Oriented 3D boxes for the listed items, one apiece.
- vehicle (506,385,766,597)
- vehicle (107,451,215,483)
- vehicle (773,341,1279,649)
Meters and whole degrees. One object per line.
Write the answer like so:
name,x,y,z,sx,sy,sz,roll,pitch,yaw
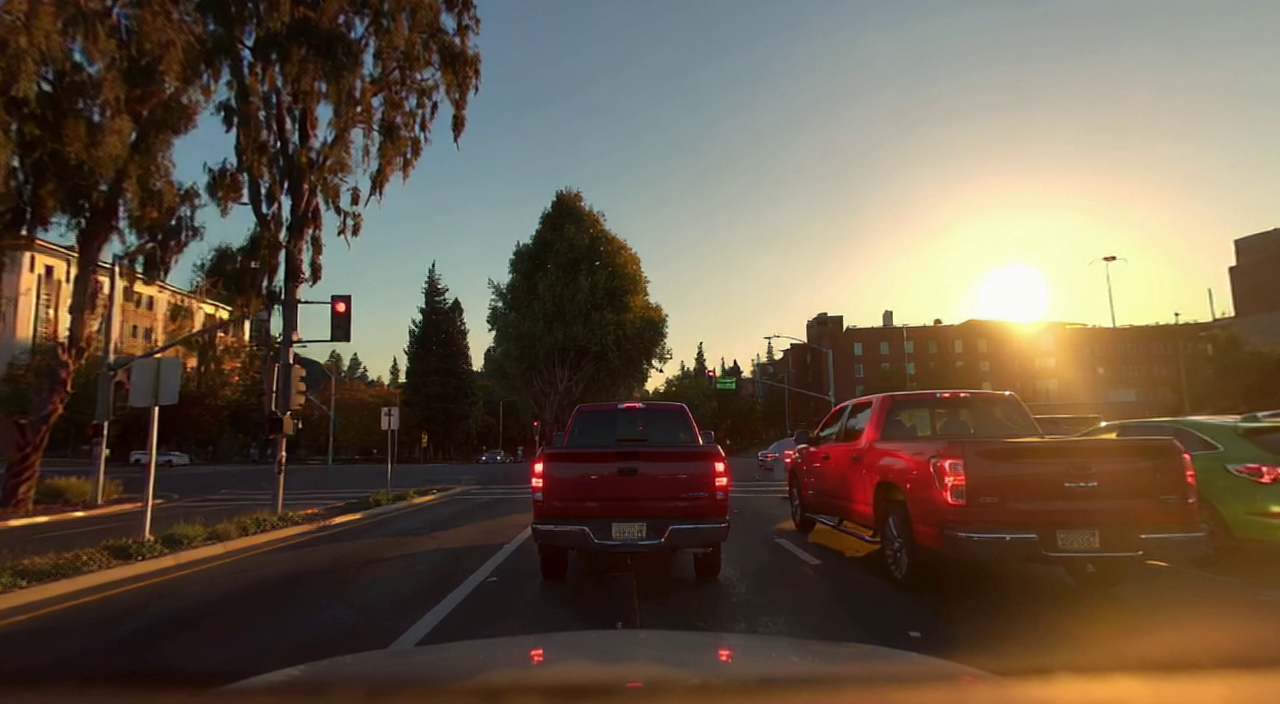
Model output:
vehicle,-0.062,1.575,8.048,2.240,1.821,5.001,0,-9,-1
vehicle,-26.376,6.322,35.015,4.437,1.669,1.936,5,-10,-30
vehicle,3.324,1.314,6.923,2.412,1.953,5.682,0,-9,-1
